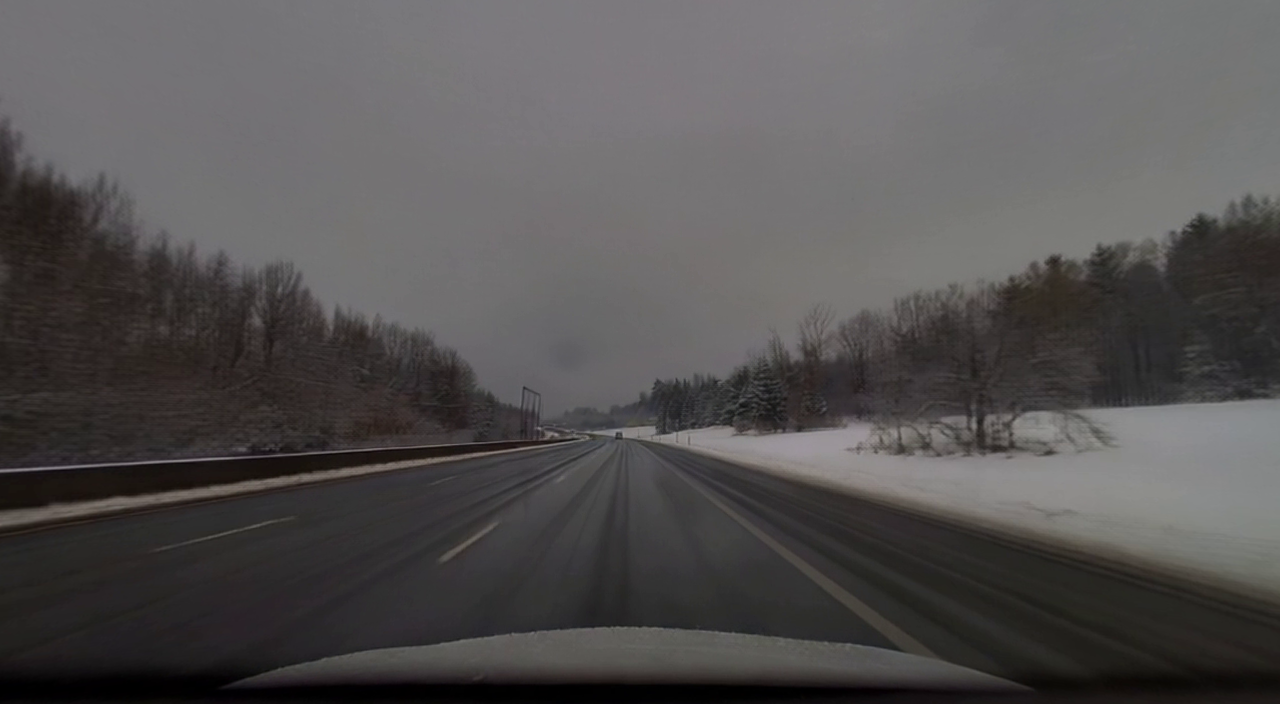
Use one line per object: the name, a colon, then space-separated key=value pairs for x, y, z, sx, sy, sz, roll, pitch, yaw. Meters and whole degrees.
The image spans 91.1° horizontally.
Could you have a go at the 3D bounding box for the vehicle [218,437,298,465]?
vehicle: x=-21.799 y=5.639 z=36.102 sx=1.874 sy=1.511 sz=4.431 roll=0 pitch=-8 yaw=-1
